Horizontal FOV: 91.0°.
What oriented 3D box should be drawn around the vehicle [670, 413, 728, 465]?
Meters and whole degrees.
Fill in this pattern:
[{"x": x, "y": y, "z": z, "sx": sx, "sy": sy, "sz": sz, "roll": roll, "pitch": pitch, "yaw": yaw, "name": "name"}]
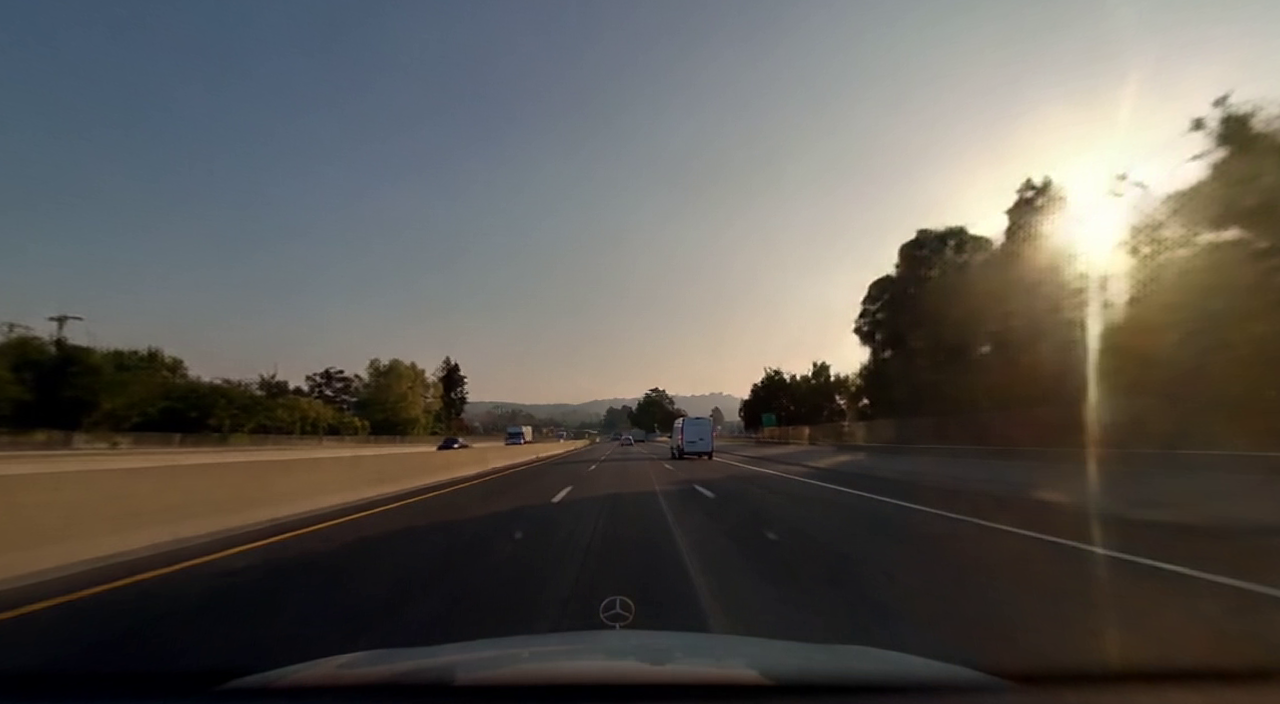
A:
[{"x": 3.215, "y": 4.994, "z": 36.182, "sx": 2.431, "sy": 2.667, "sz": 6.921, "roll": 0, "pitch": -8, "yaw": -2, "name": "vehicle"}]
